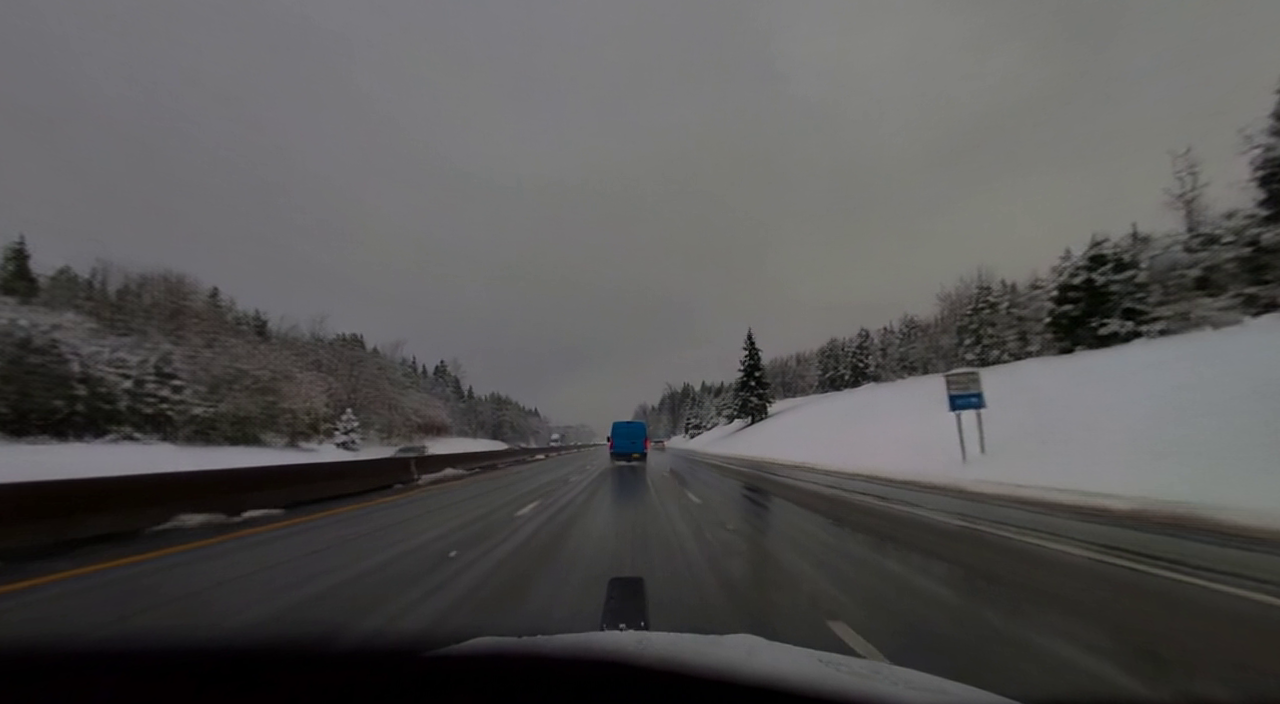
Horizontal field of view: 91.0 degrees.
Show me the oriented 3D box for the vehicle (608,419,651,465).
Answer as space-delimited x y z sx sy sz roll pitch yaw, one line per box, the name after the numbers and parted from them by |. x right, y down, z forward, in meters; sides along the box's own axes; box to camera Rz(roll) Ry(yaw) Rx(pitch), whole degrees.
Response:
-0.613 5.259 36.662 2.329 2.483 5.428 0 -8 -1 | vehicle
